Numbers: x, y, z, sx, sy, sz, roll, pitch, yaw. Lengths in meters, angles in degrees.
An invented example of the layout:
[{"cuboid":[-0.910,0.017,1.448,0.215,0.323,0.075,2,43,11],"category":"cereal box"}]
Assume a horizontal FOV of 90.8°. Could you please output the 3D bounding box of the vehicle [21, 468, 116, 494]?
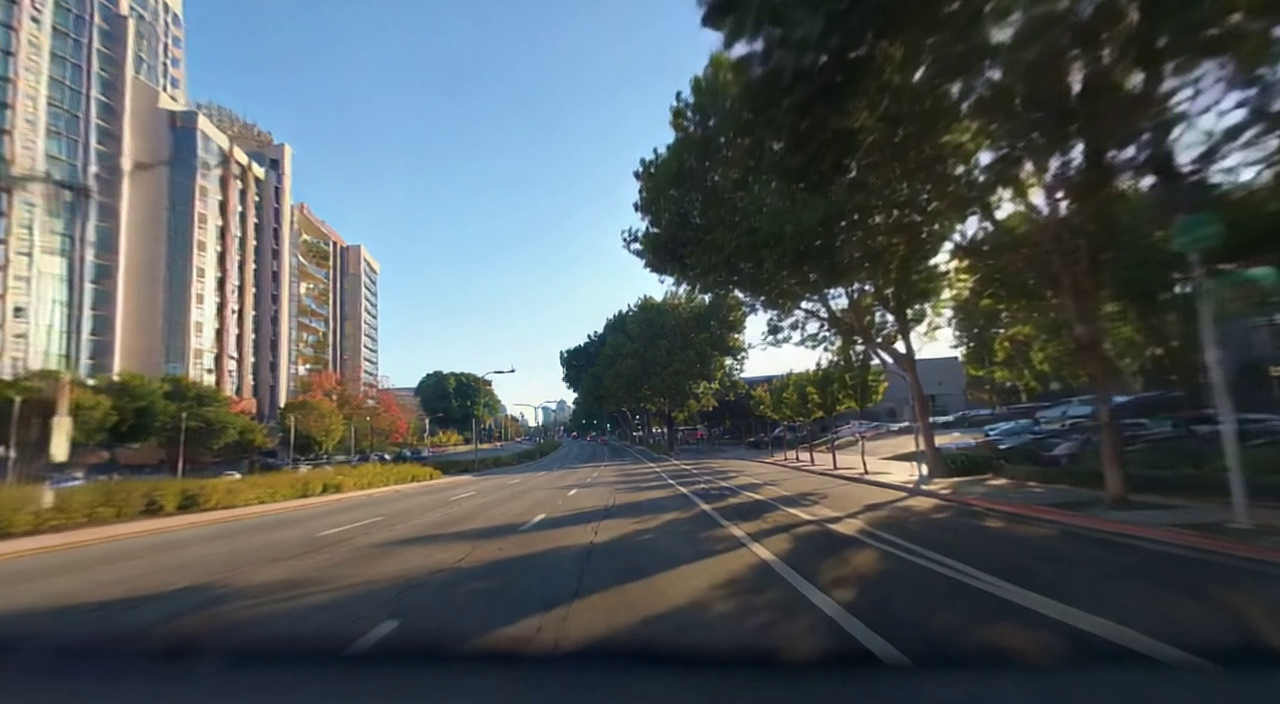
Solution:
[{"cuboid":[-40.435,9.122,44.798,4.561,1.664,2.146,0,-9,-2],"category":"vehicle"}]
